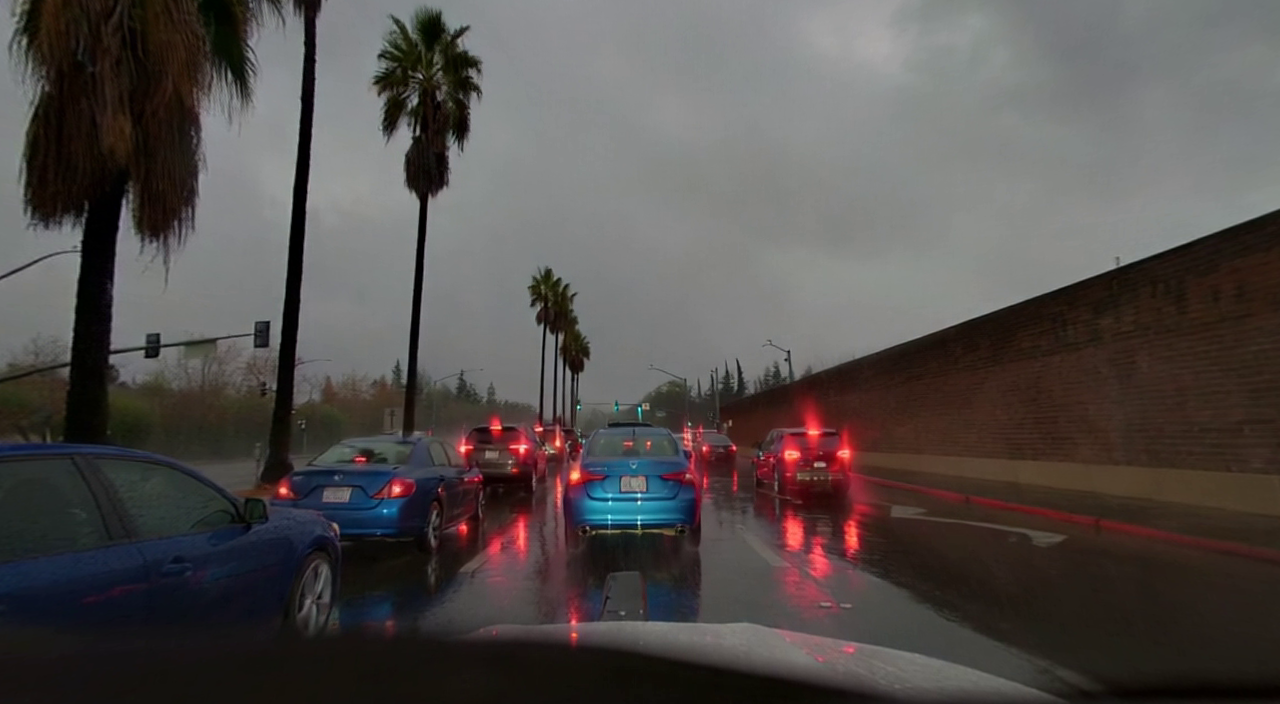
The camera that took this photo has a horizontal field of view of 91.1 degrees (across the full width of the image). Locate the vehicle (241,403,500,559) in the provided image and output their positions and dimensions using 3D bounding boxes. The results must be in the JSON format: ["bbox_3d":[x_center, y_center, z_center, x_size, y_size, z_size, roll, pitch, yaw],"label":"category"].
[{"bbox_3d":[-3.524,1.772,9.264,2.055,1.746,4.136,0,-8,-2],"label":"vehicle"}]

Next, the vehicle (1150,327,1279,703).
[{"bbox_3d":[2.892,0.521,0.346,2.112,1.717,4.432,-2,-9,11],"label":"vehicle"}]

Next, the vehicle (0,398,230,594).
[{"bbox_3d":[-6.682,1.401,6.380,1.963,1.721,4.662,0,-8,-2],"label":"vehicle"}]

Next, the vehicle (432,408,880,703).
[{"bbox_3d":[0.034,1.331,5.195,2.128,1.473,4.272,0,-8,-1],"label":"vehicle"}]
